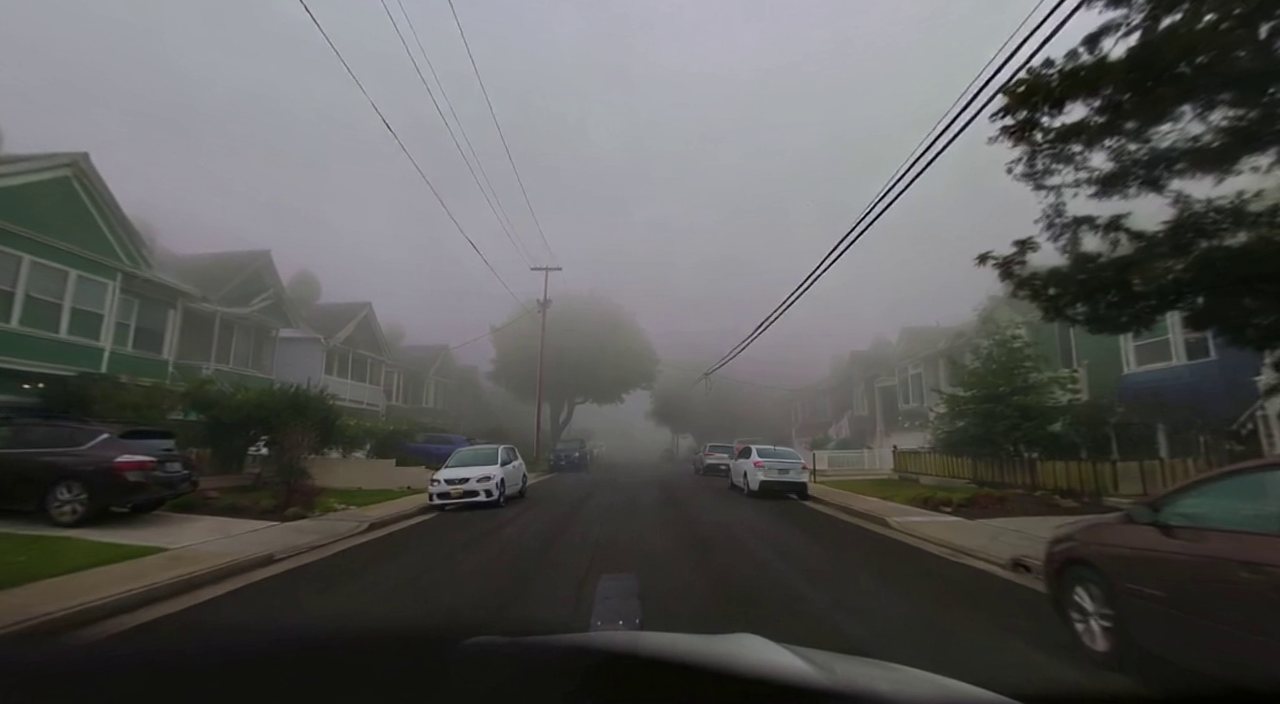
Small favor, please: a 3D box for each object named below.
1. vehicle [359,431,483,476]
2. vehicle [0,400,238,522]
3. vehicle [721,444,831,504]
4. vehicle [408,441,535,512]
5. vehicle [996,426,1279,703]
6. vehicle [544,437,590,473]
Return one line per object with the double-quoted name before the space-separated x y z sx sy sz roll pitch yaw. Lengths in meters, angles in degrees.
"vehicle" -9.165 4.277 26.779 4.469 1.816 2.022 0 -8 -1
"vehicle" -8.932 1.663 9.809 3.993 1.686 1.947 0 -8 1
"vehicle" 3.657 3.349 17.961 1.862 1.452 4.737 0 -8 -3
"vehicle" -3.873 2.935 15.445 1.971 1.460 4.523 0 -8 -2
"vehicle" 3.724 1.070 2.693 1.975 1.496 4.042 0 -8 -1
"vehicle" -4.107 5.883 36.168 2.057 1.887 5.053 0 -8 0
